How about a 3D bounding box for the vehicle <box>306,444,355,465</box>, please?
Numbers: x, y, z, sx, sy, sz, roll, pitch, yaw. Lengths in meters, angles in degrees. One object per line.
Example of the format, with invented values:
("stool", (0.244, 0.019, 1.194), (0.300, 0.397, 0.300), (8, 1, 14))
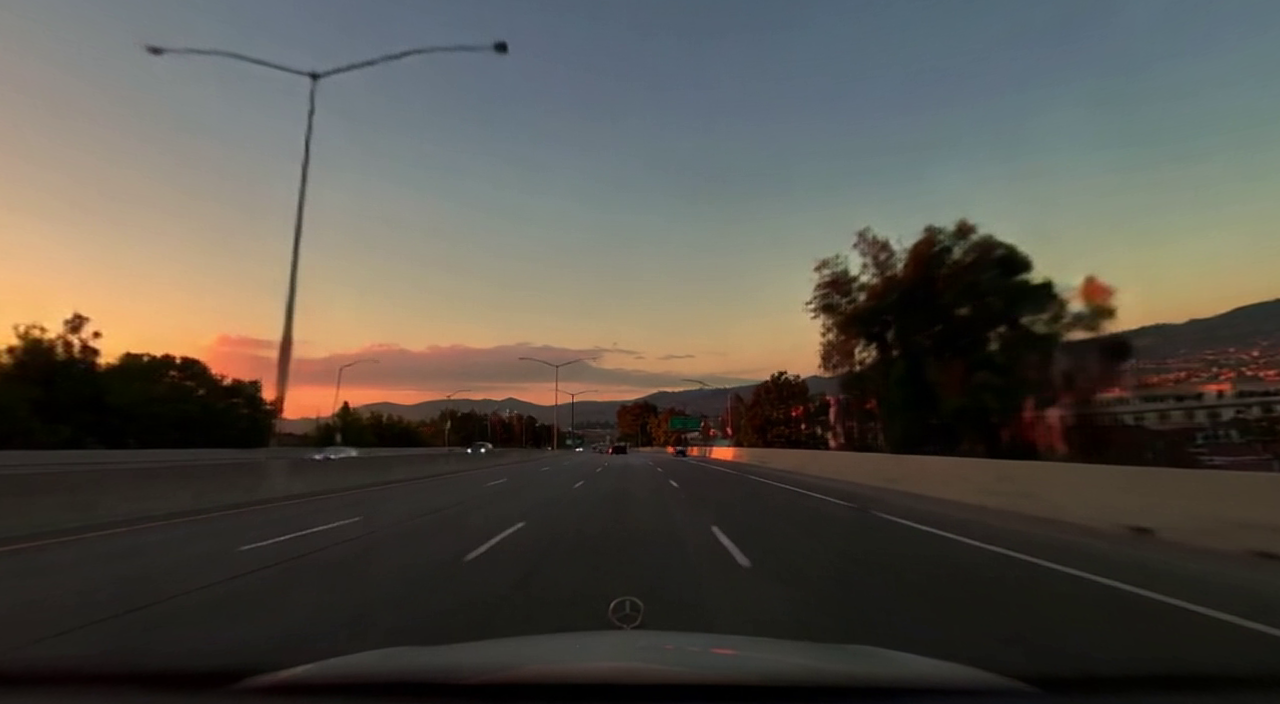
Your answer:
("vehicle", (-23.523, 7.789, 48.082), (1.914, 1.457, 3.812), (0, -9, -1))
